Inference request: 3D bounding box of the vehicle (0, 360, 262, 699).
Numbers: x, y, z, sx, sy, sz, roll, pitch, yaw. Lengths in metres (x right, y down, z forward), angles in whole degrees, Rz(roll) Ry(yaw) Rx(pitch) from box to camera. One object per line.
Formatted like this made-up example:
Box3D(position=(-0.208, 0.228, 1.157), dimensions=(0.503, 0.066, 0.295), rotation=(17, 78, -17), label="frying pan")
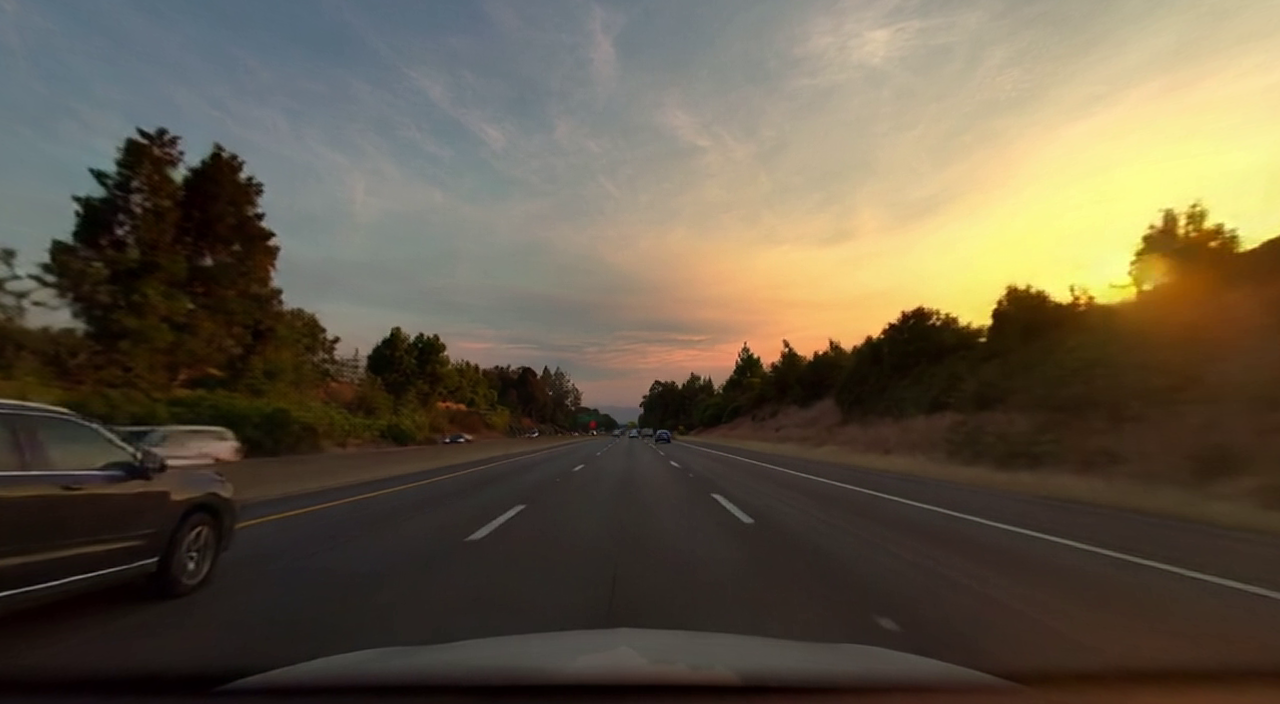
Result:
Box3D(position=(-4.091, 0.867, 3.107), dimensions=(2.000, 1.620, 3.929), rotation=(0, -8, 0), label="vehicle")
